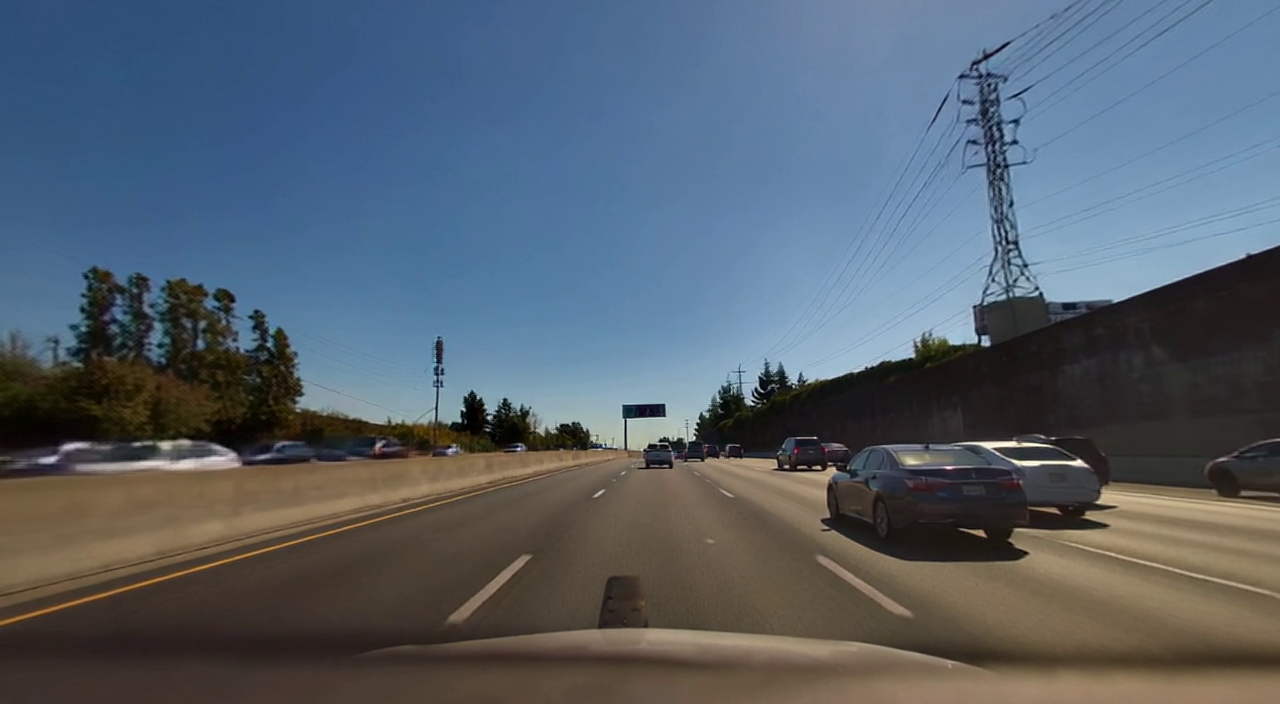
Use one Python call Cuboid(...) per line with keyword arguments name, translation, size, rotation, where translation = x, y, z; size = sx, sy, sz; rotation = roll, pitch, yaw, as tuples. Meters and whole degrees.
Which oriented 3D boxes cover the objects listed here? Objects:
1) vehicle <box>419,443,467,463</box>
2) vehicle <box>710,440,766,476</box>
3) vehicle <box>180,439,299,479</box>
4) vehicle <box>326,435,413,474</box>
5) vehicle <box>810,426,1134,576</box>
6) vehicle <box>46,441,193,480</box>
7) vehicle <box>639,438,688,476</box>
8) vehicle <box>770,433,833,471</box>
Cuboid(name="vehicle", translation=(-15.523, 7.977, 49.986), size=(2.041, 1.480, 4.759), rotation=(-1, -8, 3))
Cuboid(name="vehicle", translation=(4.350, 4.760, 28.571), size=(1.936, 1.465, 4.060), rotation=(0, -8, 0))
Cuboid(name="vehicle", translation=(-16.931, 4.530, 26.995), size=(1.870, 1.544, 4.636), rotation=(0, -8, 2))
Cuboid(name="vehicle", translation=(-12.902, 4.921, 30.412), size=(1.958, 1.720, 4.610), rotation=(0, -8, 2))
Cuboid(name="vehicle", translation=(3.921, 1.817, 8.572), size=(1.986, 1.478, 4.429), rotation=(0, -8, 0))
Cuboid(name="vehicle", translation=(-21.241, 4.432, 26.069), size=(1.923, 1.464, 4.740), rotation=(0, -8, 2))
Cuboid(name="vehicle", translation=(1.015, 4.687, 28.324), size=(2.042, 1.581, 3.769), rotation=(0, -8, 1))
Cuboid(name="vehicle", translation=(8.207, 5.148, 32.549), size=(2.041, 1.821, 4.562), rotation=(0, -8, 0))
